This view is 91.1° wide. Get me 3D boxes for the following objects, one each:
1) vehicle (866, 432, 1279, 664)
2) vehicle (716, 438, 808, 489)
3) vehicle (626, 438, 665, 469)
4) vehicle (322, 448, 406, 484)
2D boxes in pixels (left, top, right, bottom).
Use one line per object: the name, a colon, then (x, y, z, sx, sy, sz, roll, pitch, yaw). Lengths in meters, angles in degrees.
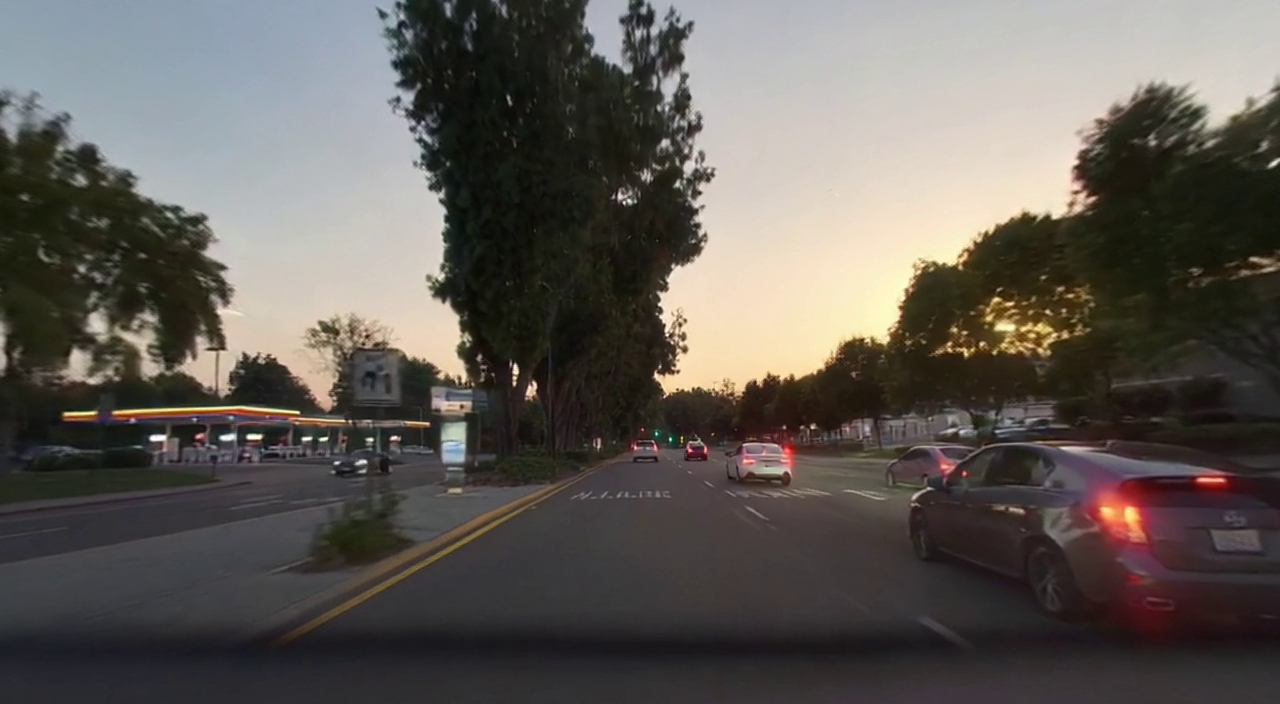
vehicle: (4.045, 1.544, 6.203, 1.944, 1.404, 4.597, 0, -8, 0)
vehicle: (3.956, 3.690, 21.220, 2.119, 1.509, 4.756, 0, -8, 0)
vehicle: (0.336, 6.032, 37.437, 2.172, 1.694, 4.055, 0, -8, 1)
vehicle: (-13.150, 5.418, 30.226, 1.937, 1.501, 4.520, -1, -8, 1)
